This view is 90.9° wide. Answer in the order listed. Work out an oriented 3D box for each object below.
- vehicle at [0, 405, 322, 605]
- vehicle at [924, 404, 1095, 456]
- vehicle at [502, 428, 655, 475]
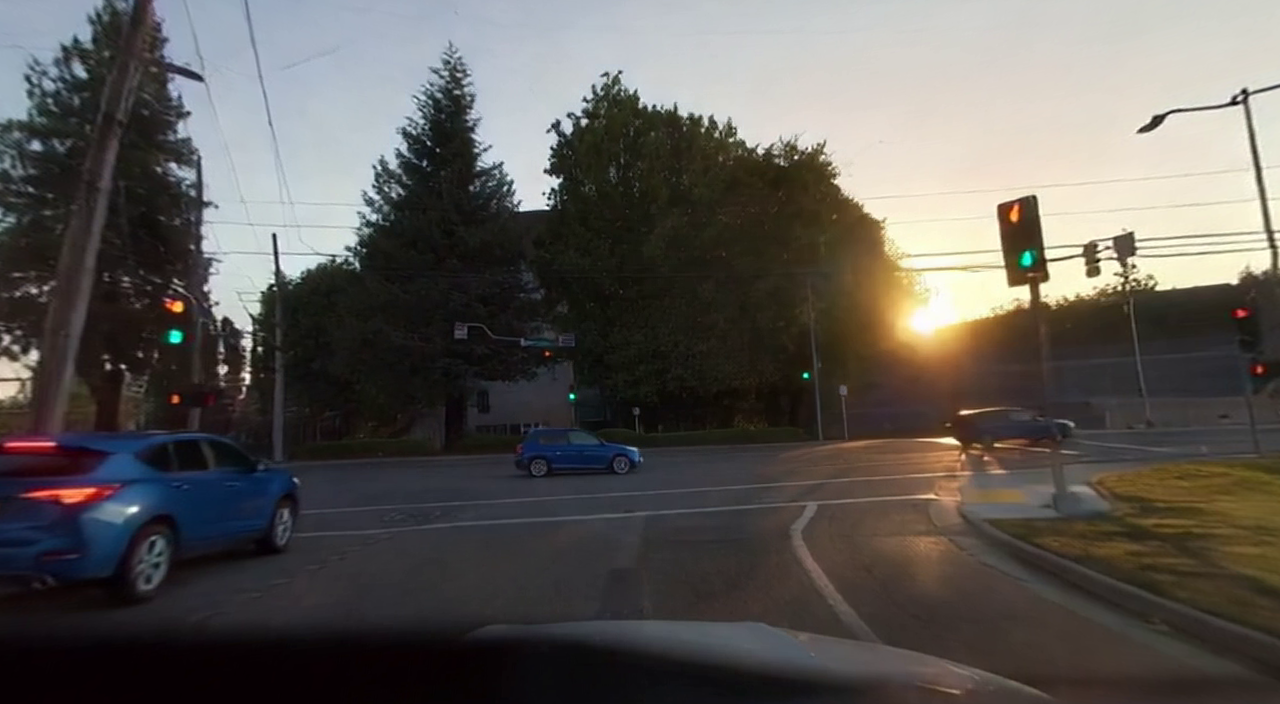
[{"bbox_3d":[-6.051,1.686,7.871,1.928,1.726,4.704,0,-9,-3],"label":"vehicle"},{"bbox_3d":[12.523,2.691,21.594,4.636,1.668,1.935,0,-9,-3],"label":"vehicle"},{"bbox_3d":[-1.979,3.247,20.668,4.757,1.442,1.858,0,-8,-4],"label":"vehicle"}]
